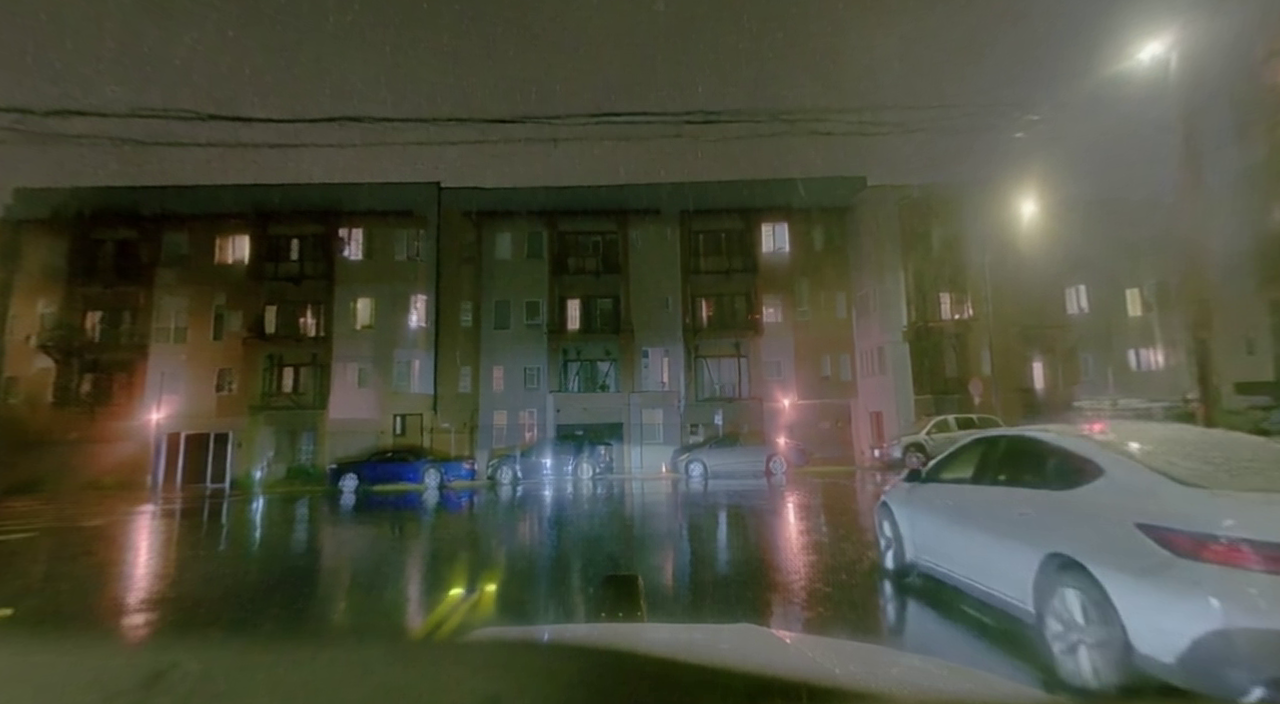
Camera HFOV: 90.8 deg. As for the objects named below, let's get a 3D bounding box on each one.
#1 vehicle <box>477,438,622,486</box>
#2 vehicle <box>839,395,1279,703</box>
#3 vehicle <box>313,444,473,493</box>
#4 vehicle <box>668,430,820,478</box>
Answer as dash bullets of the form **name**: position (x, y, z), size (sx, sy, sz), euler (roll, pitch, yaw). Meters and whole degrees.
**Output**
- **vehicle**: position (-2.859, 3.578, 20.698), size (4.489, 1.470, 1.776), euler (1, -8, -4)
- **vehicle**: position (3.212, 1.270, 5.053), size (1.991, 1.489, 4.693), euler (0, -8, 4)
- **vehicle**: position (-7.792, 3.706, 20.312), size (4.423, 1.449, 1.813), euler (1, -9, -5)
- **vehicle**: position (3.353, 3.377, 20.979), size (4.681, 1.480, 1.817), euler (1, -8, -4)
